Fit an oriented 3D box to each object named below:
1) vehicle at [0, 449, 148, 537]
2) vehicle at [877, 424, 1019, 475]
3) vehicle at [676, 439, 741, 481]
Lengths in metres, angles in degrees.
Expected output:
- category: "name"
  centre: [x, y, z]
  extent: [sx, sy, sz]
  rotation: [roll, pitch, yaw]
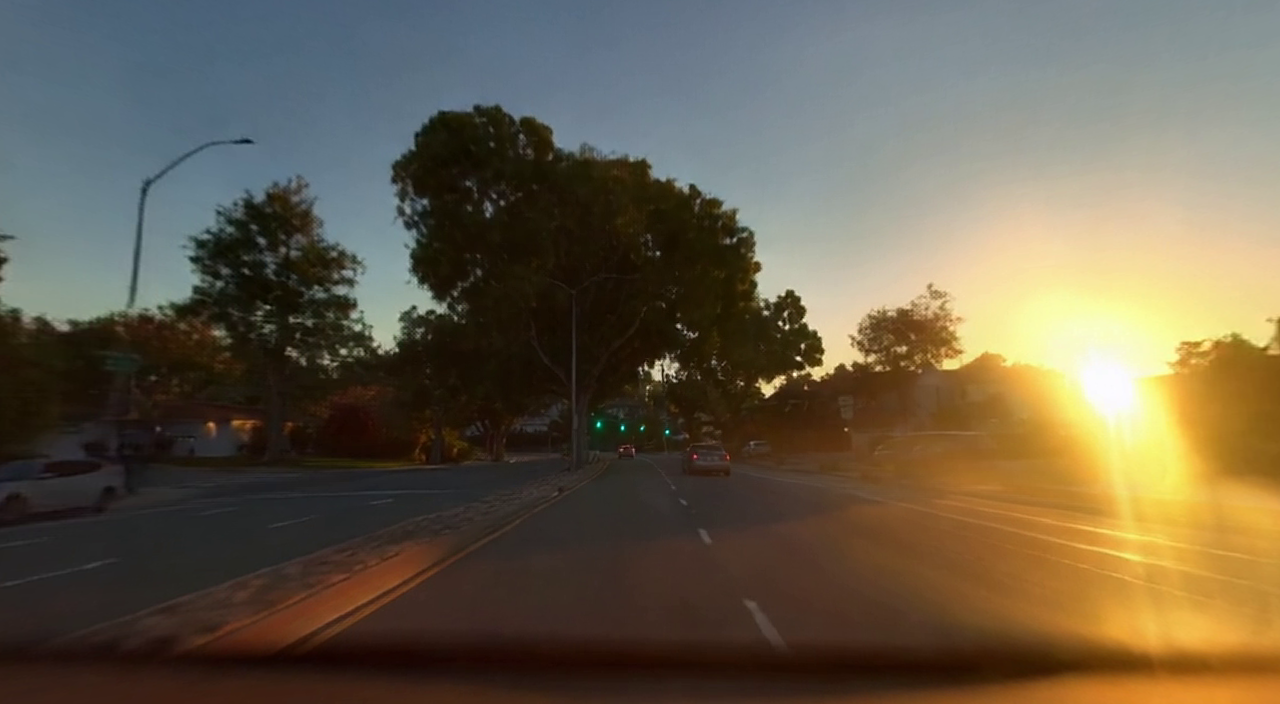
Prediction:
- category: "vehicle"
  centre: [-12.199, 2.634, 12.071]
  extent: [1.963, 1.524, 4.498]
  rotation: [0, -8, -1]
- category: "vehicle"
  centre: [11.433, 3.642, 23.636]
  extent: [4.202, 1.794, 2.063]
  rotation: [0, -8, 0]
- category: "vehicle"
  centre: [2.601, 4.216, 24.860]
  extent: [1.960, 1.479, 4.086]
  rotation: [0, -8, -2]
